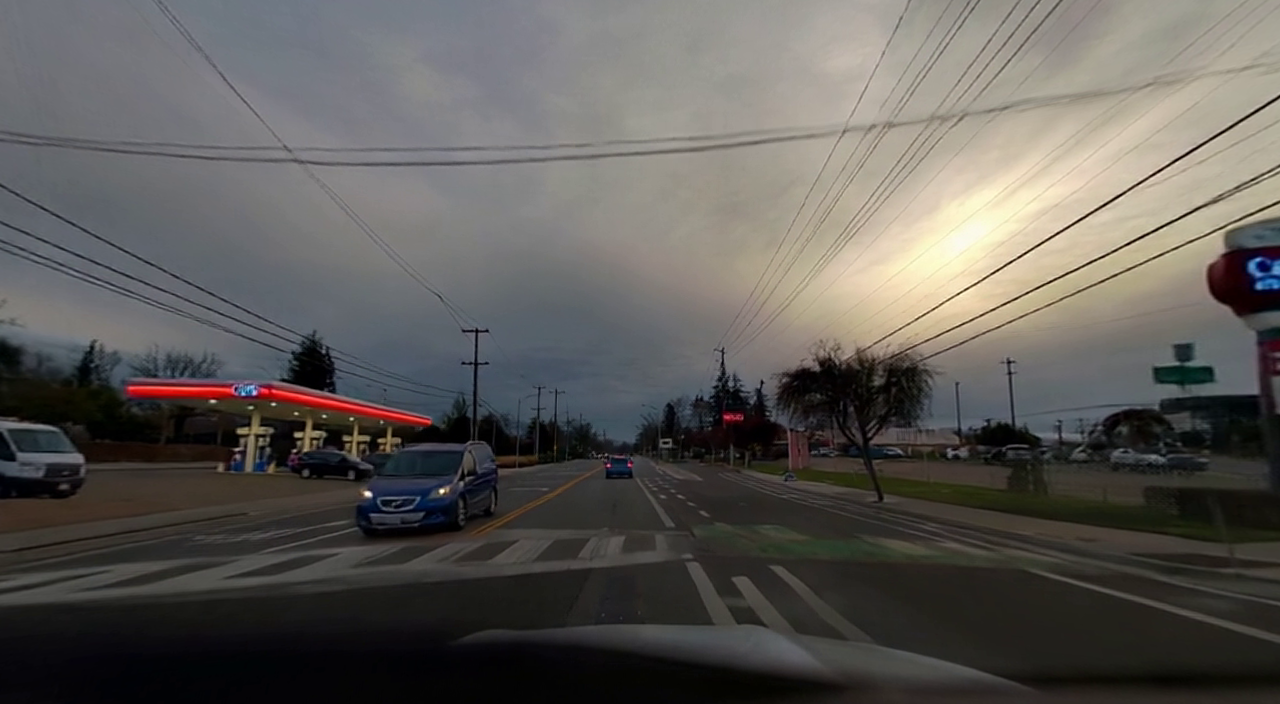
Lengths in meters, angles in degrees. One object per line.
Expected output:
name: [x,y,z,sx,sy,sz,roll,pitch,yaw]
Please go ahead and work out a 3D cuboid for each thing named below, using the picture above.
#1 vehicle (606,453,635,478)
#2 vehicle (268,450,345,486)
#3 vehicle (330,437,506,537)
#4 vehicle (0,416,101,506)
vehicle: [-1.446,8.287,46.258,2.000,1.663,4.271,0,-9,-3]
vehicle: [-17.992,6.233,34.373,1.890,1.761,4.578,0,-9,-3]
vehicle: [-4.670,2.910,14.314,2.274,1.844,4.843,0,-9,-1]
vehicle: [-18.005,2.967,17.256,2.499,2.309,4.613,0,-9,-3]
